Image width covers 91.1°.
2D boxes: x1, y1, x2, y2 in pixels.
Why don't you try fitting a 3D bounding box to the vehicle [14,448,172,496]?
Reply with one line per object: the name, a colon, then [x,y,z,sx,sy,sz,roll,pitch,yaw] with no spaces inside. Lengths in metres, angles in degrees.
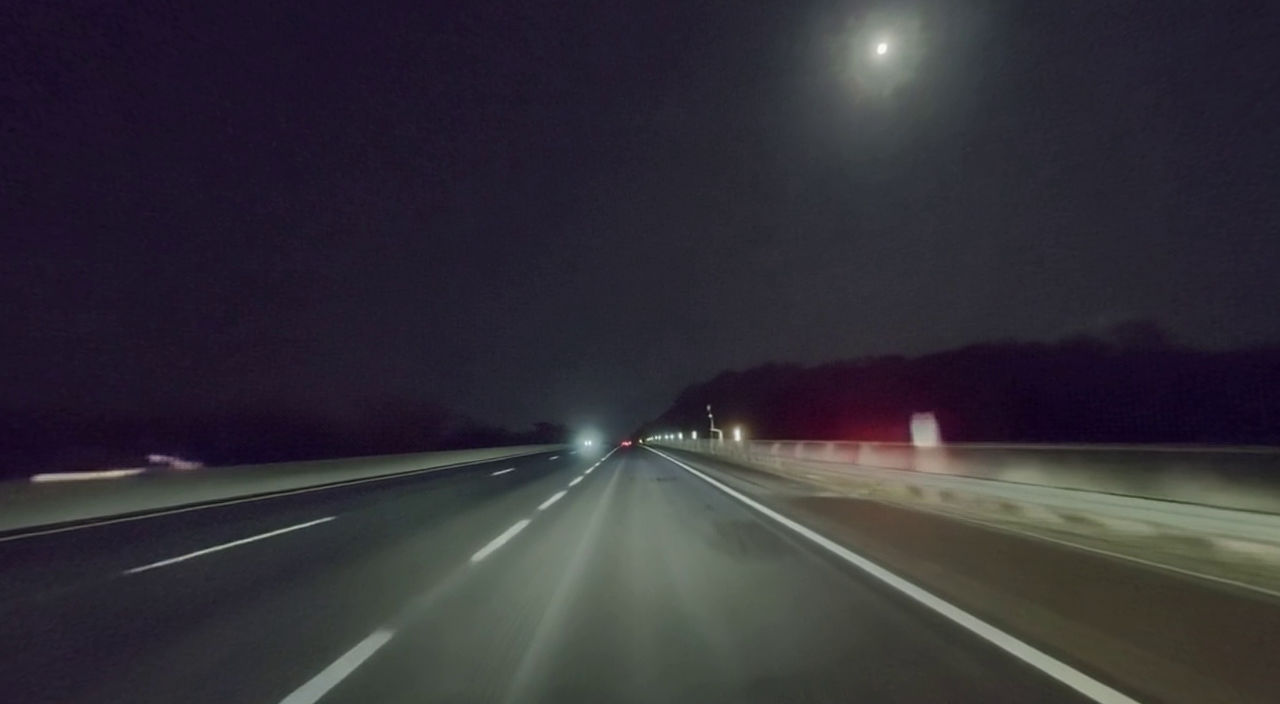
vehicle: [-19.536,4.255,22.777,1.779,1.491,4.435,0,-8,-1]
